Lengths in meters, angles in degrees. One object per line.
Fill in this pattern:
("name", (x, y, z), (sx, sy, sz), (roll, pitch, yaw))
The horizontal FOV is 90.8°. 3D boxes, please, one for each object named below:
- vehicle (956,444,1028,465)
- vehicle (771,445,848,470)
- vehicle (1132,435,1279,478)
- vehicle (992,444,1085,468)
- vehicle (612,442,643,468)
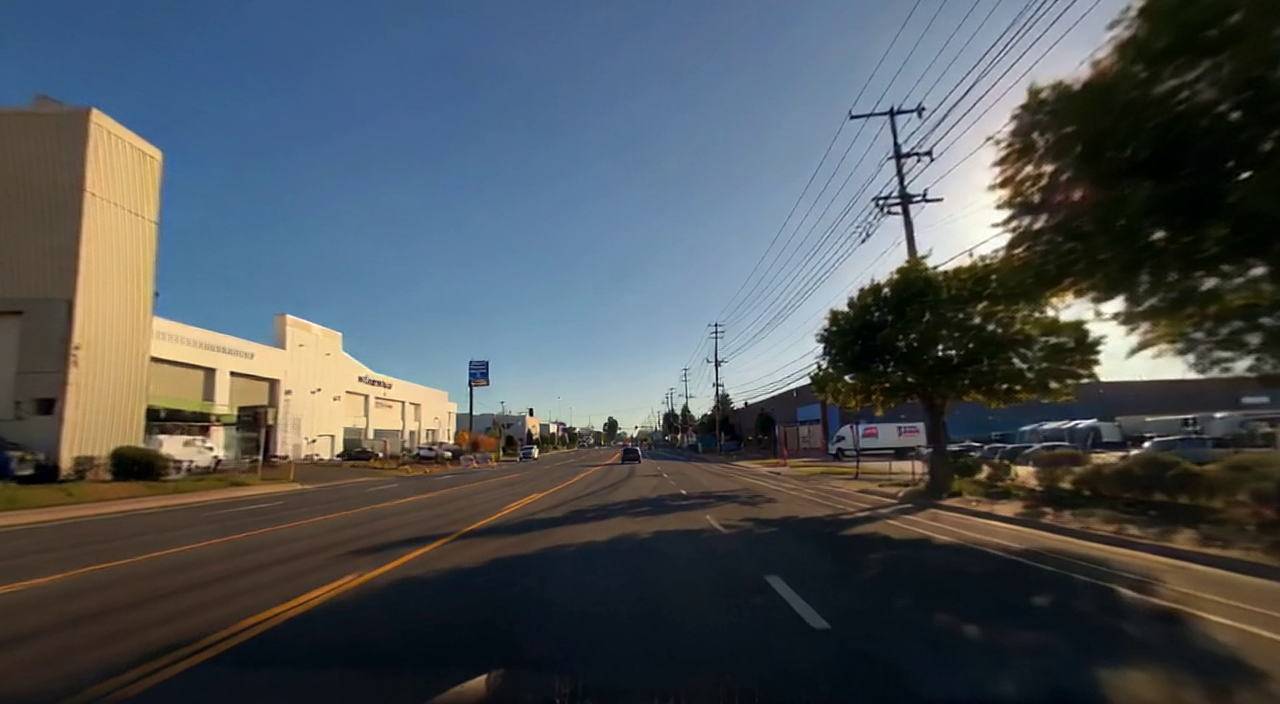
("vehicle", (25.768, 7.533, 46.374), (4.134, 1.441, 1.836), (-1, -8, 1))
("vehicle", (11.701, 7.316, 43.926), (4.758, 1.496, 1.871), (-2, -9, -1))
("vehicle", (24.828, 4.566, 27.679), (4.805, 1.781, 1.974), (0, -8, 0))
("vehicle", (25.745, 6.701, 40.917), (4.625, 1.484, 1.997), (-1, -8, 1))
("vehicle", (-0.791, 6.667, 41.253), (1.937, 1.588, 3.746), (0, -8, 0))
